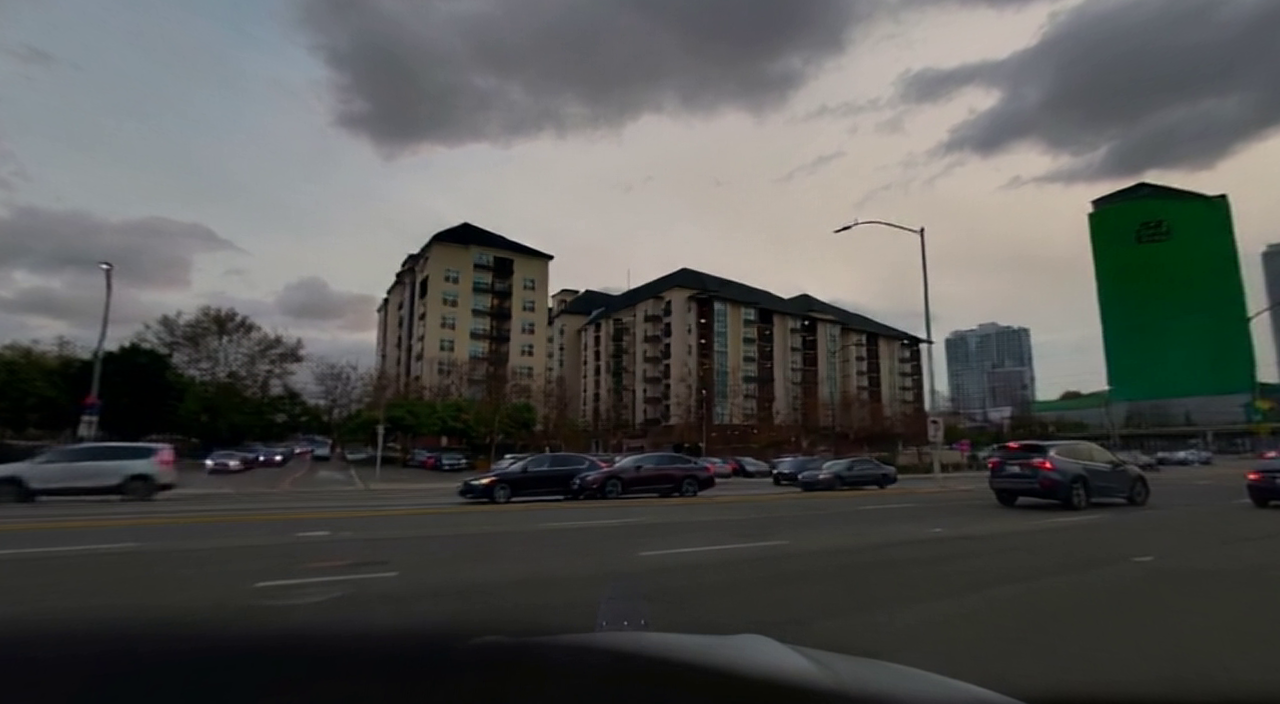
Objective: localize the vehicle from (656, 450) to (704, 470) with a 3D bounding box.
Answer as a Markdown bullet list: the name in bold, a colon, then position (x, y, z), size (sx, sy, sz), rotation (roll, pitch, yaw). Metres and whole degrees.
- **vehicle**: position (3.072, 8.437, 49.487), size (2.133, 1.494, 4.108), rotation (4, -9, -24)

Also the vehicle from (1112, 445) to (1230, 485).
- **vehicle**: position (21.831, 4.581, 25.885), size (4.795, 1.465, 1.882), rotation (4, -9, -27)

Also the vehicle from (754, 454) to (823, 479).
- **vehicle**: position (10.486, 8.025, 44.453), size (4.604, 1.600, 1.875), rotation (5, -10, -29)

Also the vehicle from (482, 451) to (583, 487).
- **vehicle**: position (-5.972, 6.452, 35.062), size (5.127, 1.803, 2.011), rotation (4, -9, -27)

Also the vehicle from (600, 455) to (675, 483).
- **vehicle**: position (-0.140, 7.084, 38.375), size (4.215, 1.575, 1.884), rotation (5, -10, -30)

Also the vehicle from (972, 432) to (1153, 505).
- **vehicle**: position (11.139, 2.985, 16.614), size (4.284, 1.692, 2.031), rotation (4, -9, -27)

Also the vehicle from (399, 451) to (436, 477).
- **vehicle**: position (-14.554, 7.263, 41.119), size (1.845, 1.509, 3.855), rotation (4, -9, -25)

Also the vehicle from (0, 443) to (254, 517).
- **vehicle**: position (-11.640, 2.760, 14.045), size (4.921, 1.453, 1.894), rotation (4, -9, -26)
